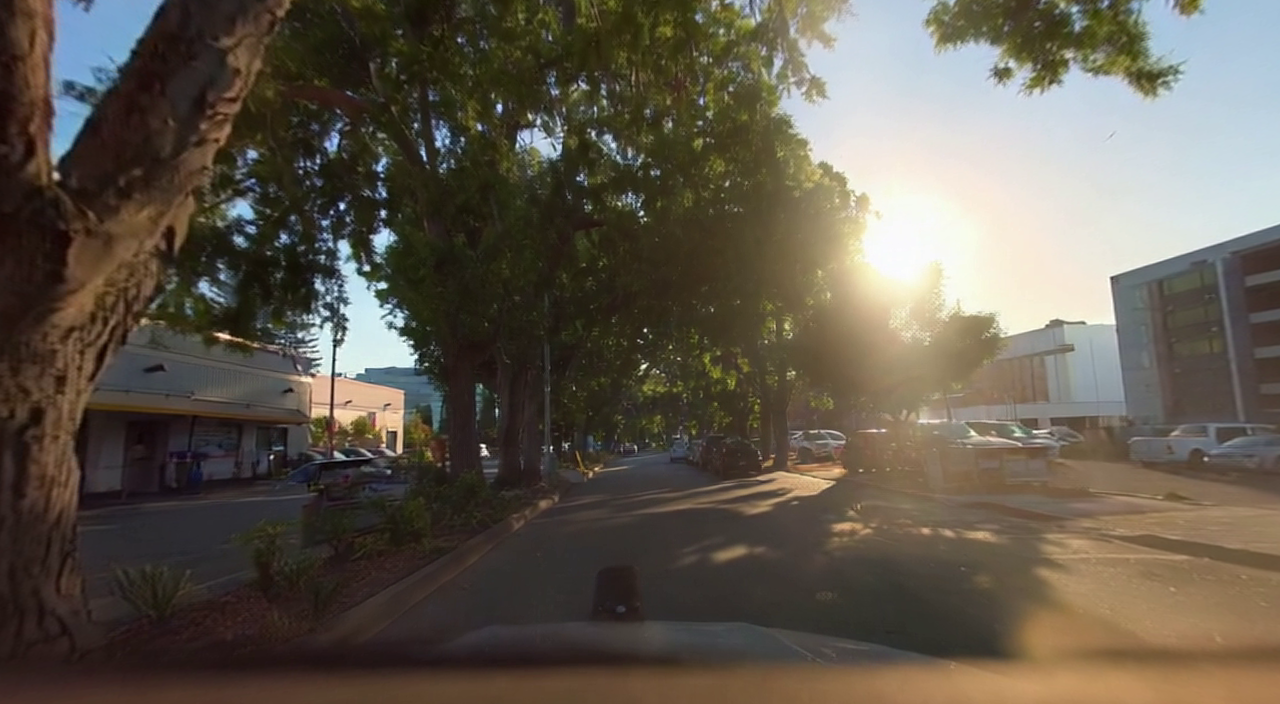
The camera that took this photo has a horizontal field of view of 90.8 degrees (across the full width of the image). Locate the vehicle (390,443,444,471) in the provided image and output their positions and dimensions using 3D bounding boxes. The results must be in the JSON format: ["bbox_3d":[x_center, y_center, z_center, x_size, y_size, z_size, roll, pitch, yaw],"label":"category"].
[{"bbox_3d":[-14.886,6.992,42.349,1.888,1.657,4.138,0,-8,4],"label":"vehicle"}]

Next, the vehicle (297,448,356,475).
[{"bbox_3d":[-20.725,7.225,41.943,1.880,1.617,3.870,0,-8,0],"label":"vehicle"}]

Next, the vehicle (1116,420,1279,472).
[{"bbox_3d":[25.229,4.233,28.635,5.596,2.168,2.307,2,-7,-5],"label":"vehicle"}]

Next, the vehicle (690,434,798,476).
[{"bbox_3d":[4.657,4.546,28.075,4.626,1.723,1.939,5,-10,-33],"label":"vehicle"}]

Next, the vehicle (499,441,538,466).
[{"bbox_3d":[-8.417,7.053,44.131,1.993,1.640,4.457,0,-8,-2],"label":"vehicle"}]

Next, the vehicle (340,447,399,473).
[{"bbox_3d":[-17.733,7.061,41.618,1.850,1.531,4.256,0,-8,3],"label":"vehicle"}]

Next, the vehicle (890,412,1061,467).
[{"bbox_3d":[13.304,3.504,25.352,5.540,2.045,2.259,0,-8,-3],"label":"vehicle"}]
